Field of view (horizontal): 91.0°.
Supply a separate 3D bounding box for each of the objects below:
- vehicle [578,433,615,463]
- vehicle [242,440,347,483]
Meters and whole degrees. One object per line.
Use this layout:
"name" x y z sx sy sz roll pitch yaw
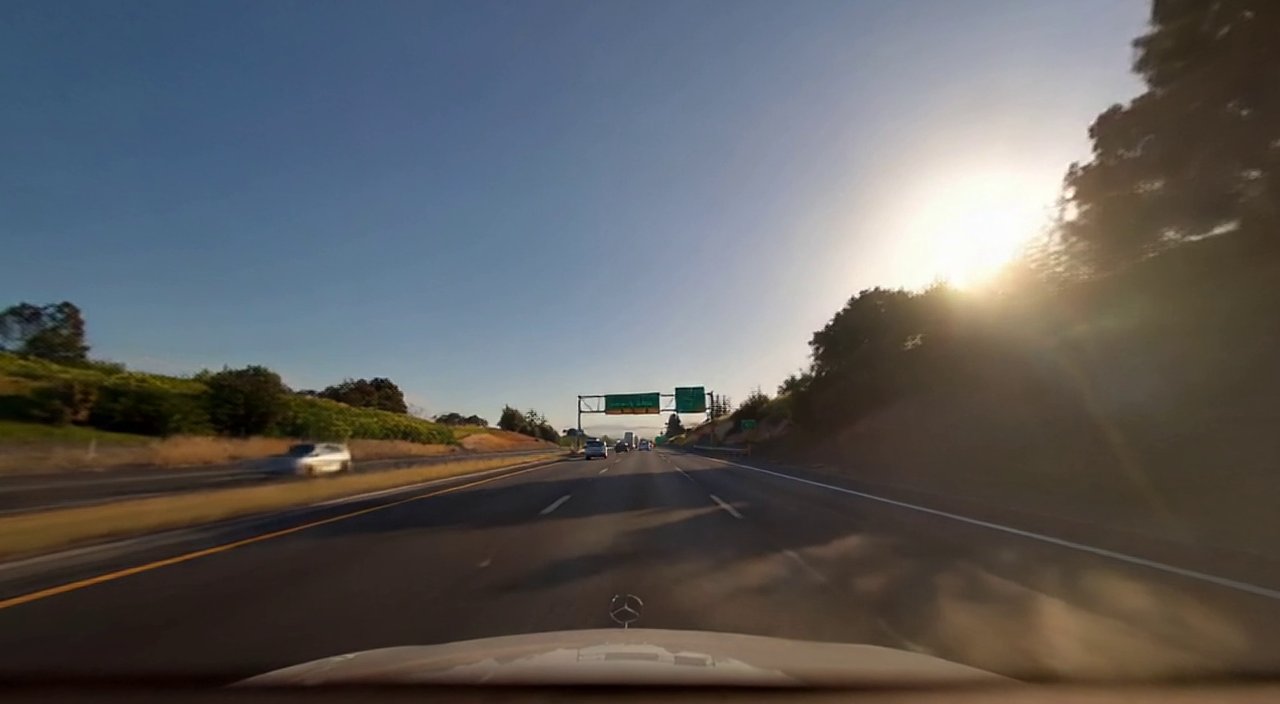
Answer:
"vehicle" -3.104 6.921 45.541 2.286 2.011 4.452 0 -8 1
"vehicle" -16.803 5.319 30.991 2.167 1.922 5.322 0 -8 0
